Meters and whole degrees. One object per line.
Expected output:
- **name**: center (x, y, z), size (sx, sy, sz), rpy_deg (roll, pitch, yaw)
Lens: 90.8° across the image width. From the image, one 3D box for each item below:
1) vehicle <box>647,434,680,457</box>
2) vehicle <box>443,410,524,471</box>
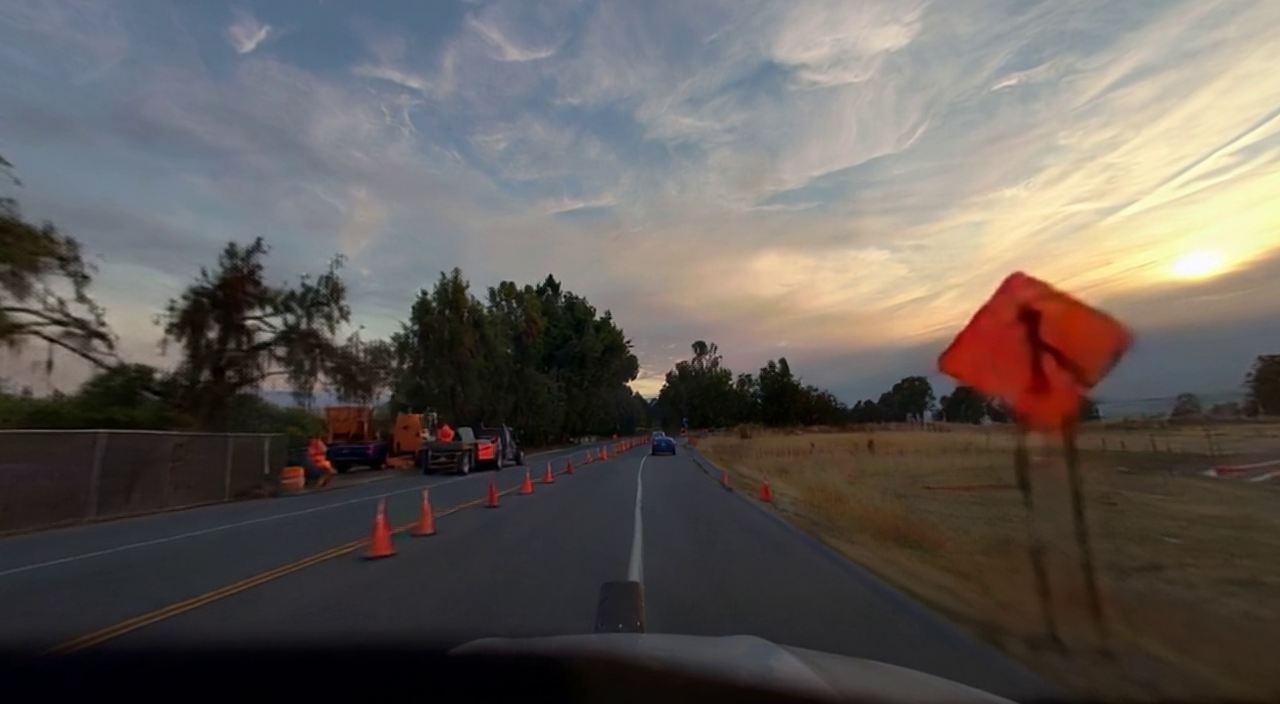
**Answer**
- **vehicle**: center (1.610, 6.501, 43.923), size (2.172, 1.486, 3.581), rpy_deg (0, -9, 2)
- **vehicle**: center (-7.344, 4.205, 29.967), size (3.064, 2.710, 2.385), rpy_deg (-1, -9, 4)
